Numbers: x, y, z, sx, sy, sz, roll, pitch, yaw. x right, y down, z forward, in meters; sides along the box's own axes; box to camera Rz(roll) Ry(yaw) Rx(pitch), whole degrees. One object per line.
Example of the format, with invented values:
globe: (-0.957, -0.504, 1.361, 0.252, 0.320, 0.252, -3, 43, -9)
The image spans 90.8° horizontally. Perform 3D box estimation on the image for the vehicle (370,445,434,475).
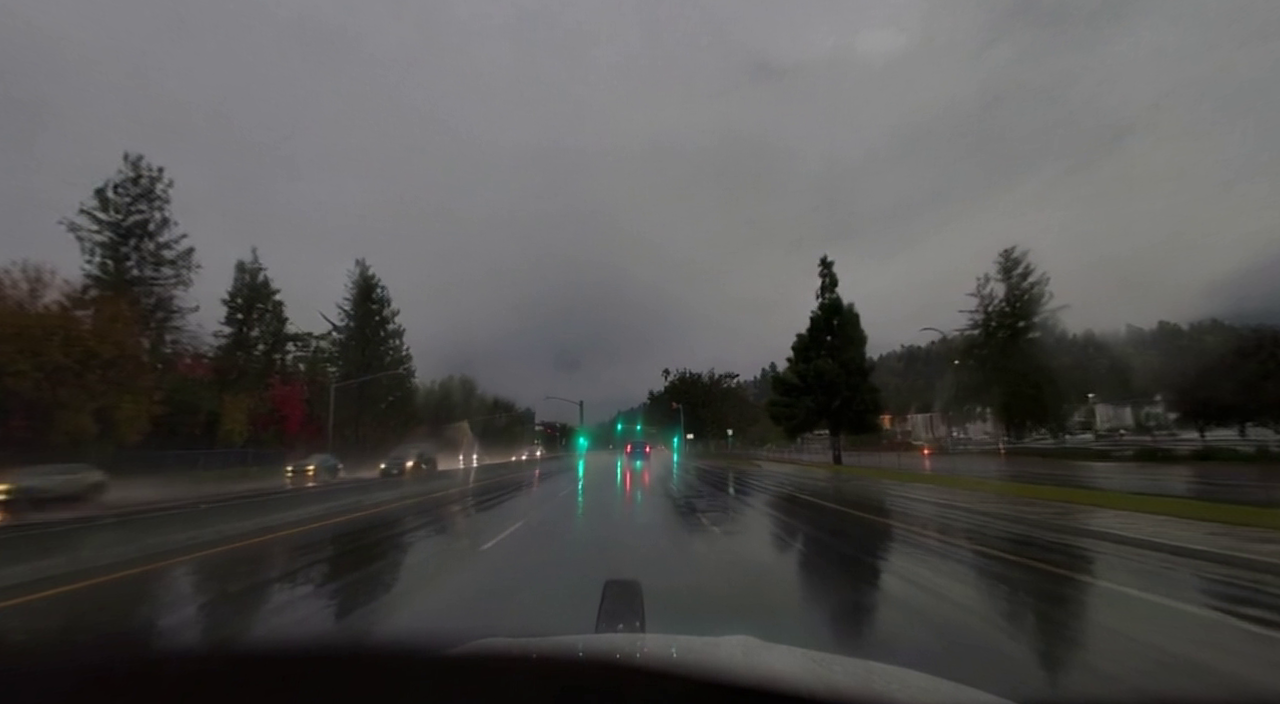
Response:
vehicle: (-14.935, 6.787, 39.896, 2.083, 1.795, 4.880, 0, -9, 1)

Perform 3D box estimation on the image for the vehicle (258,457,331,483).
vehicle: (-21.499, 7.328, 39.517, 1.875, 1.499, 4.569, 0, -9, 1)

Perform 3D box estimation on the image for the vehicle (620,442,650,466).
vehicle: (-0.358, 7.872, 48.776, 2.174, 1.703, 4.231, 0, -9, 0)
